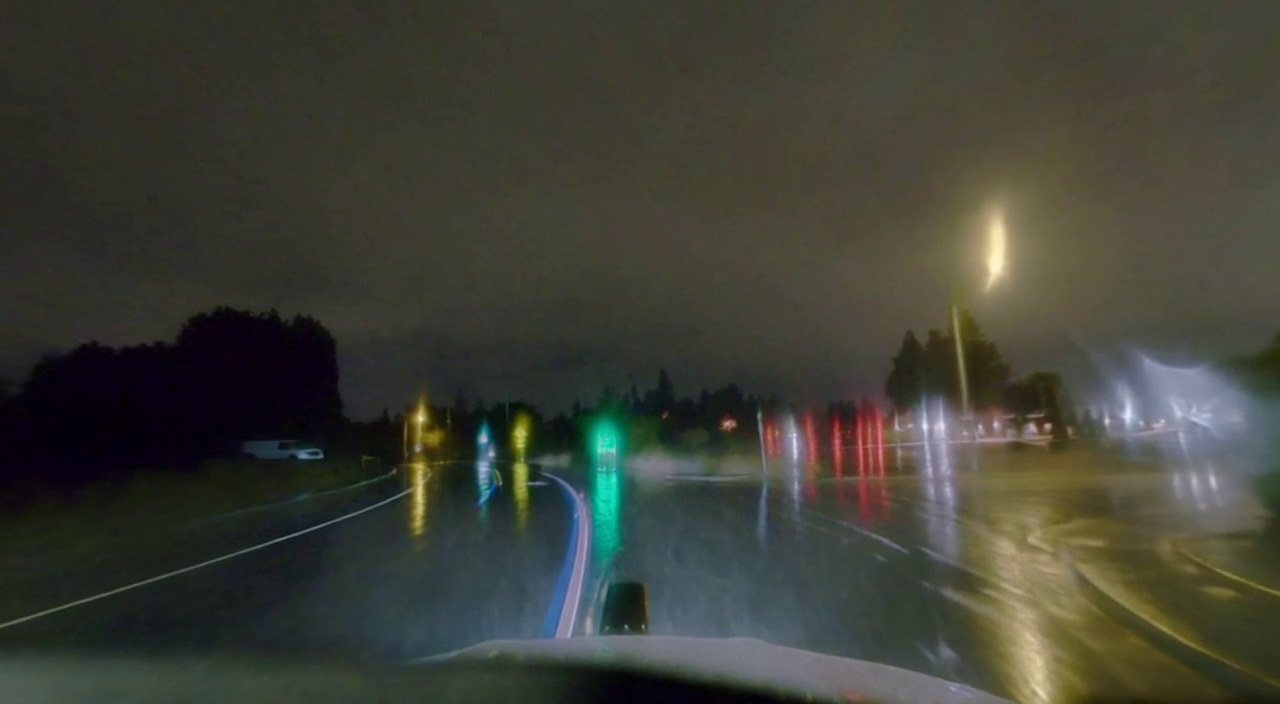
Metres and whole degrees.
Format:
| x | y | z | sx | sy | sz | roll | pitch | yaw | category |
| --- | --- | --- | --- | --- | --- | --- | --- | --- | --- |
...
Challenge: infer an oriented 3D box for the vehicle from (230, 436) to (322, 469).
| x | y | z | sx | sy | sz | roll | pitch | yaw | category |
| --- | --- | --- | --- | --- | --- | --- | --- | --- | --- |
| -23.118 | 6.362 | 40.062 | 4.699 | 1.996 | 2.116 | -2 | -8 | 11 | vehicle |
